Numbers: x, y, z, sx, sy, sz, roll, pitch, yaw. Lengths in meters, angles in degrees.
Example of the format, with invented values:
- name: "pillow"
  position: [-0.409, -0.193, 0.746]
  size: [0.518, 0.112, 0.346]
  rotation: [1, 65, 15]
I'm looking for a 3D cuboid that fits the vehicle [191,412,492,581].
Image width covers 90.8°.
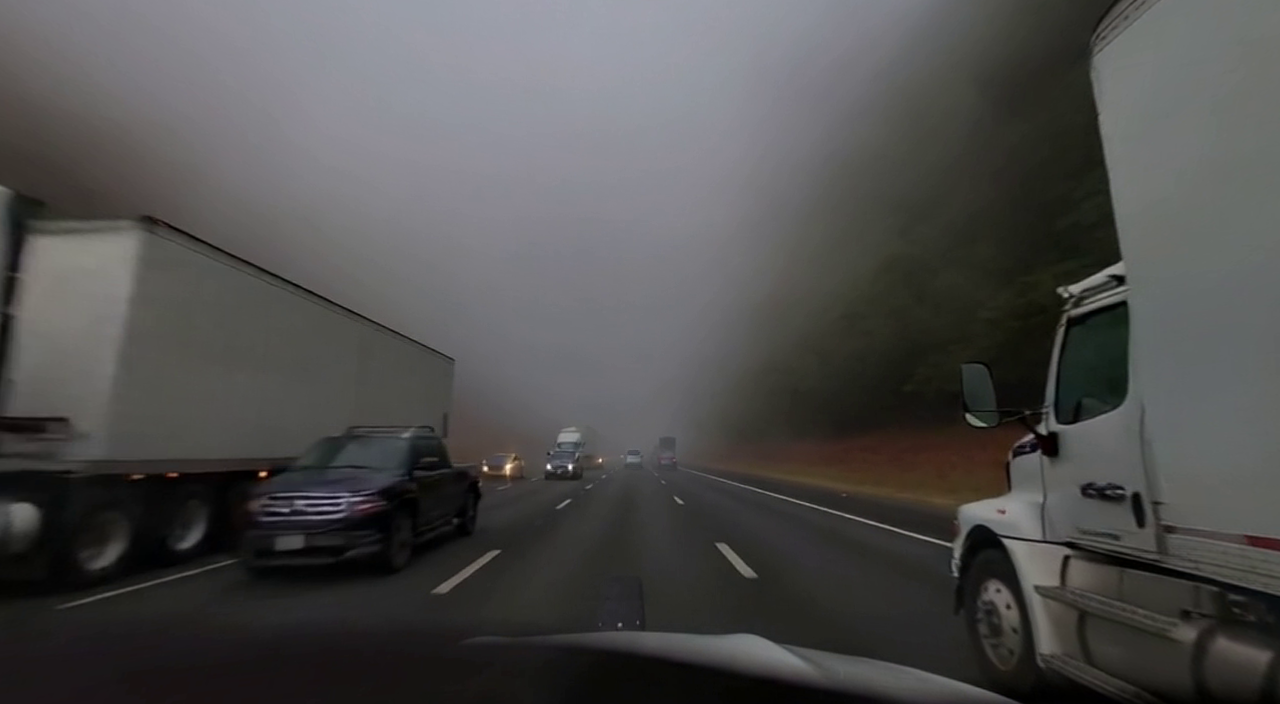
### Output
- name: "vehicle"
  position: [-3.754, 1.914, 9.132]
  size: [2.088, 1.800, 4.543]
  rotation: [0, -9, 0]

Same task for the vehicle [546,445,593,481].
- name: "vehicle"
  position: [-3.847, 6.127, 35.074]
  size: [2.127, 1.806, 4.243]
  rotation: [0, -9, 0]

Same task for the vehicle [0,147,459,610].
- name: "vehicle"
  position: [-7.033, 1.246, 12.362]
  size: [2.892, 4.087, 14.120]
  rotation: [0, -9, 0]

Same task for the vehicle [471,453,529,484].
- name: "vehicle"
  position: [-7.178, 5.982, 32.809]
  size: [1.997, 1.453, 4.497]
  rotation: [0, -9, 0]
